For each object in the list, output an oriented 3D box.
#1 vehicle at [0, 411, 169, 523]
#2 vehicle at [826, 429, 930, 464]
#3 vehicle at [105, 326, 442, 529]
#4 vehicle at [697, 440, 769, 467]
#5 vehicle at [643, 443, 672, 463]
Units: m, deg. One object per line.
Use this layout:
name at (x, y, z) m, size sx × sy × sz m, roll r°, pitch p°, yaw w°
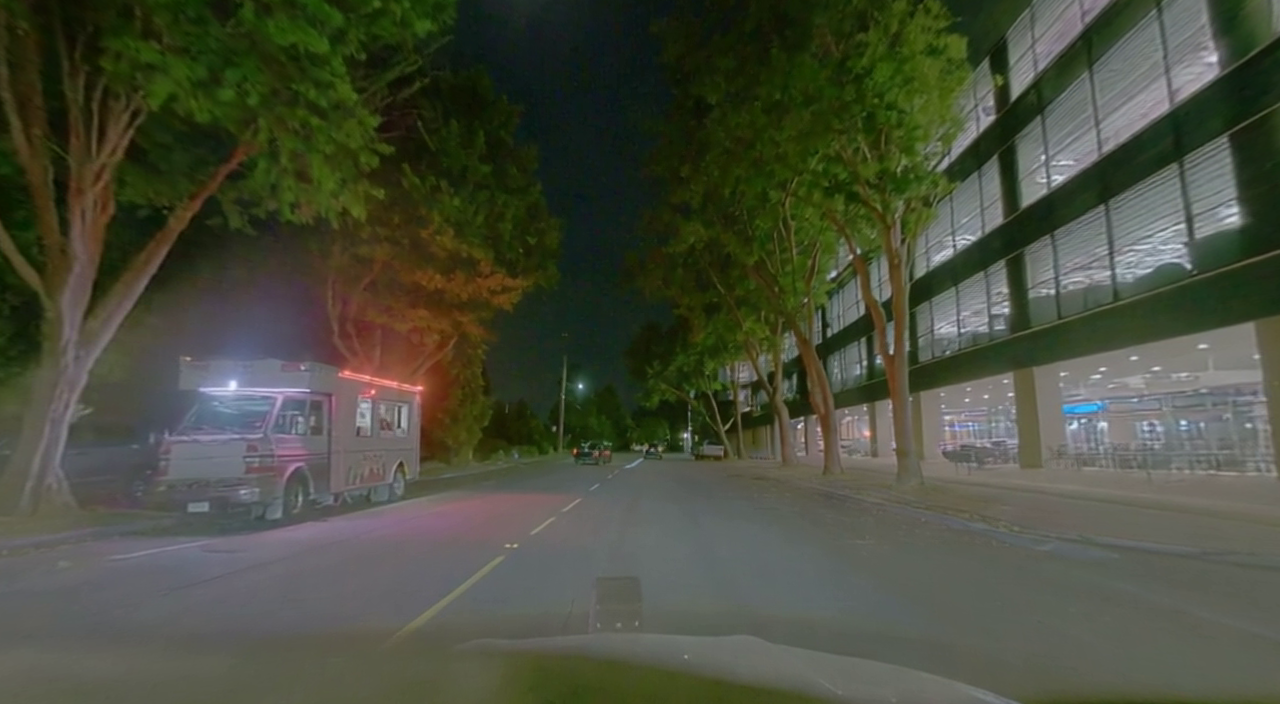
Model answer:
vehicle at (-11.006, 1.947, 10.897) m, size 1.944 × 1.742 × 4.657 m, roll -1°, pitch -8°, yaw 4°
vehicle at (14.737, 5.870, 39.386) m, size 5.540 × 2.045 × 2.259 m, roll 0°, pitch -8°, yaw 0°
vehicle at (-6.917, 1.707, 13.627) m, size 2.968 × 3.222 × 7.036 m, roll 0°, pitch -9°, yaw 0°
vehicle at (6.273, 6.803, 42.557) m, size 4.626 × 1.723 × 1.939 m, roll 5°, pitch -10°, yaw -31°
vehicle at (1.313, 7.757, 48.808) m, size 2.046 × 1.445 × 4.001 m, roll 0°, pitch -8°, yaw 0°
